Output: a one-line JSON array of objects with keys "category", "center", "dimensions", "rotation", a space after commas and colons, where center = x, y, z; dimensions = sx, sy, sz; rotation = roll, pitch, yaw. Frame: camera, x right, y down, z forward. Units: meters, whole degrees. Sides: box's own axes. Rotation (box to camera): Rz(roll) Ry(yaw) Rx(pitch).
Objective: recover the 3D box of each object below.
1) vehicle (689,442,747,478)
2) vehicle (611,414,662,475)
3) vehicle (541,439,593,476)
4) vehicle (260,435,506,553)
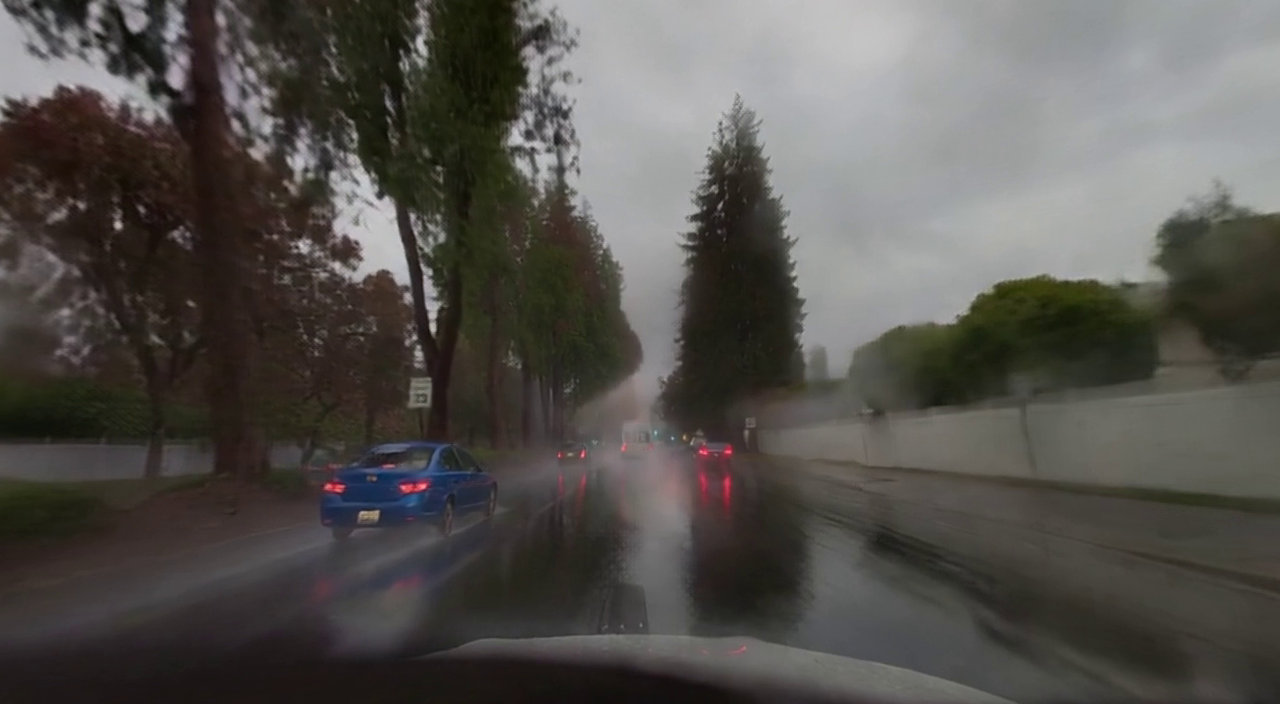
[{"category": "vehicle", "center": [3.377, 4.747, 27.952], "dimensions": [1.945, 1.469, 4.258], "rotation": [0, -8, -1]}, {"category": "vehicle", "center": [-0.224, 4.645, 31.591], "dimensions": [2.311, 2.726, 5.814], "rotation": [0, -8, -1]}, {"category": "vehicle", "center": [-3.617, 5.295, 31.843], "dimensions": [2.021, 1.715, 4.329], "rotation": [0, -8, 1]}, {"category": "vehicle", "center": [-3.766, 2.148, 10.341], "dimensions": [2.036, 1.474, 4.647], "rotation": [0, -8, 1]}]
